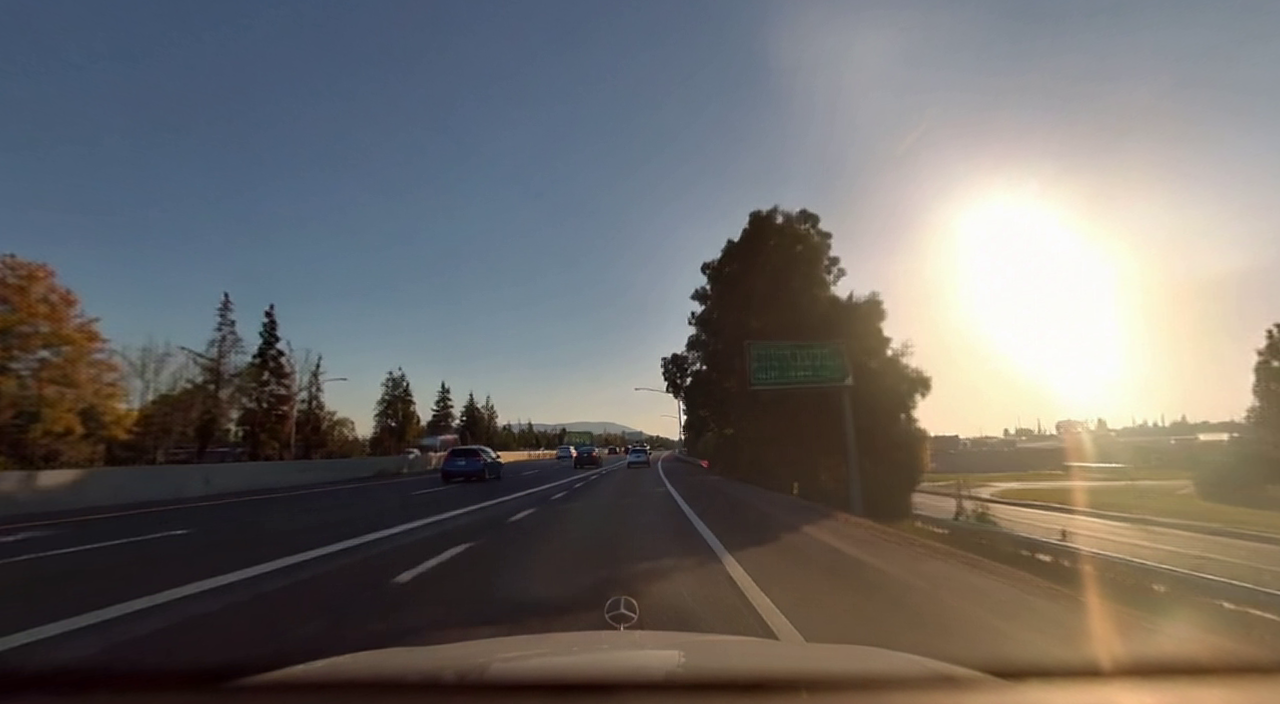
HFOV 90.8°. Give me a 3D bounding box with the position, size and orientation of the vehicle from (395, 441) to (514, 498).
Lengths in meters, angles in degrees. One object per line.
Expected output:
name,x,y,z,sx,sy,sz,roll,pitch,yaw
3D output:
vehicle,-5.657,3.640,20.020,2.102,1.562,4.884,-1,-9,3

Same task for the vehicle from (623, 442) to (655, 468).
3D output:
vehicle,-0.013,7.388,45.532,2.179,1.742,4.396,0,-9,1
